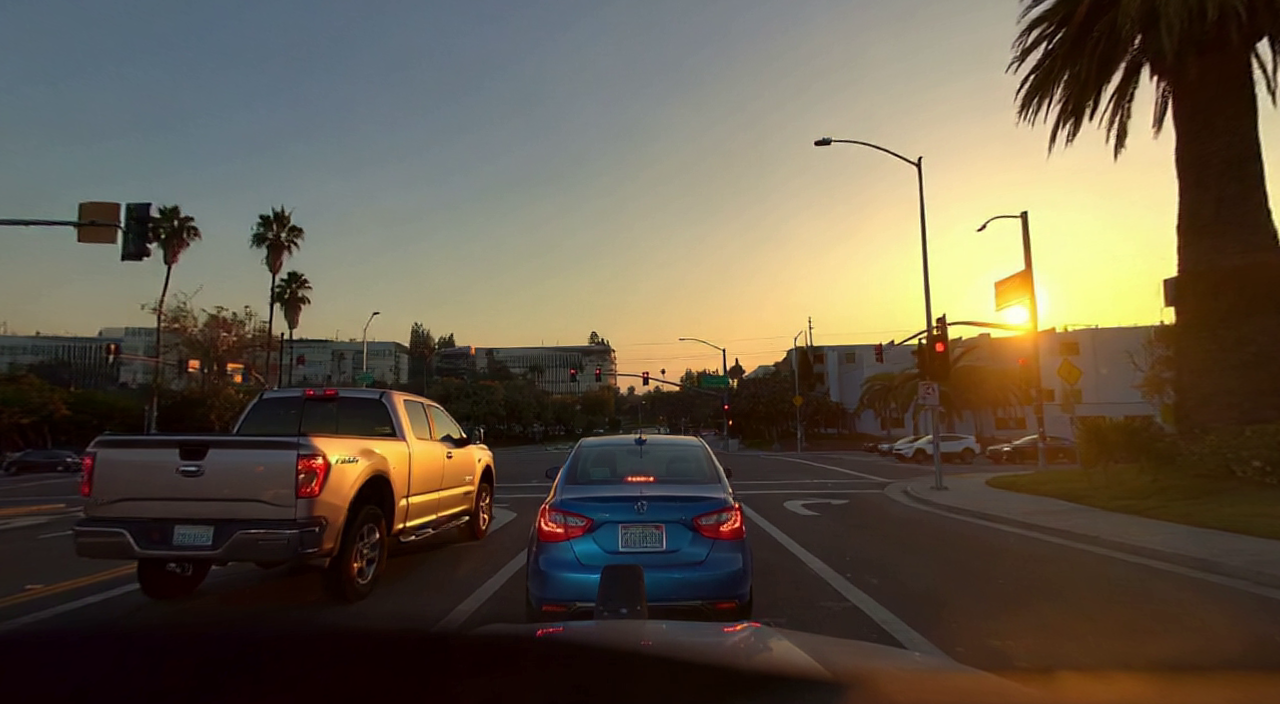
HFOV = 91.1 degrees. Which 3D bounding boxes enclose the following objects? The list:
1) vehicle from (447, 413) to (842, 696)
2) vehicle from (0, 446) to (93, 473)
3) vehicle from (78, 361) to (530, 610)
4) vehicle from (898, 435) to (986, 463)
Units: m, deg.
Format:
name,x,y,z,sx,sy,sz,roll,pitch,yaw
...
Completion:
name,x,y,z,sx,sy,sz,roll,pitch,yaw
vehicle,0.053,1.399,5.528,2.122,1.501,4.152,0,-8,1
vehicle,-37.079,6.632,38.878,4.576,1.617,1.937,0,-8,2
vehicle,-3.209,1.471,7.914,2.330,1.969,5.626,-1,-8,3
vehicle,18.847,6.079,39.305,4.466,1.717,1.963,0,-8,2
